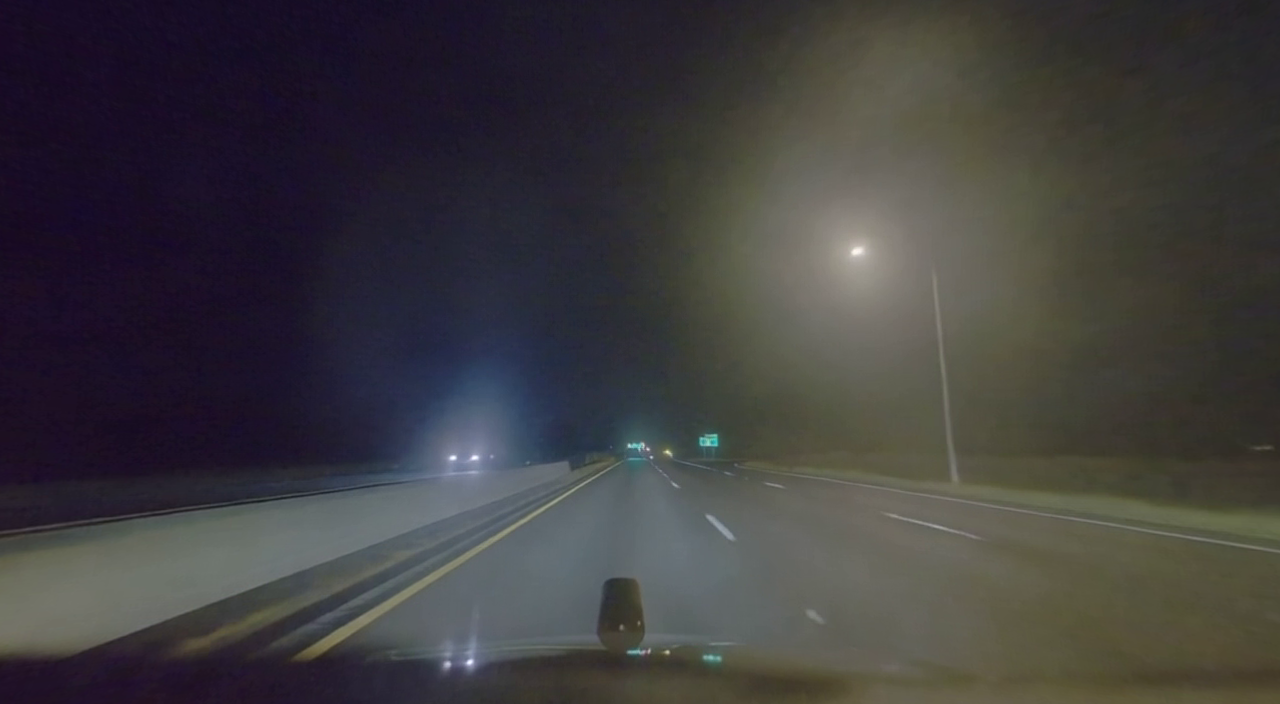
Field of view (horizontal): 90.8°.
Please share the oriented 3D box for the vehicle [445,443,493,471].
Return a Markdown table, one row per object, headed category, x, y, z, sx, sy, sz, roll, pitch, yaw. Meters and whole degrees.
| category | x | y | z | sx | sy | sz | roll | pitch | yaw |
| --- | --- | --- | --- | --- | --- | --- | --- | --- | --- |
| vehicle | -11.531 | 7.103 | 42.799 | 1.970 | 1.755 | 4.306 | 0 | -9 | 0 |
